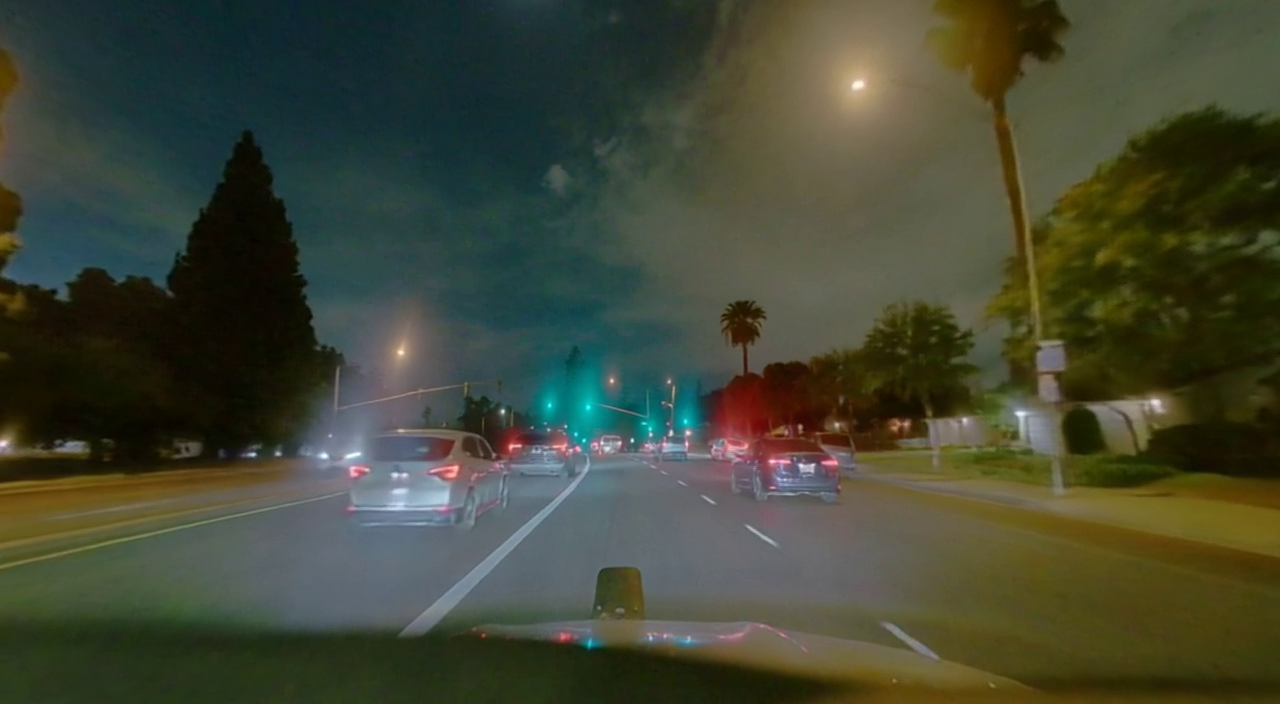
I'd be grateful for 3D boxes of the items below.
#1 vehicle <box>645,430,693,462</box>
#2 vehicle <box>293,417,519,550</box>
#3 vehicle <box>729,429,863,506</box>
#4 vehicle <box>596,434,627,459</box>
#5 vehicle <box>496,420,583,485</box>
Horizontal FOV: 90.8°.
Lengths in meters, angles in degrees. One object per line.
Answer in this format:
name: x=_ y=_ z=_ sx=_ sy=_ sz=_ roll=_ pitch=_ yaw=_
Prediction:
vehicle: x=1.787 y=6.158 z=41.421 sx=2.391 sy=1.960 sz=5.600 roll=1 pitch=-8 yaw=-5
vehicle: x=-3.200 y=1.875 z=9.686 sx=1.922 sy=1.577 sz=4.140 roll=0 pitch=-8 yaw=-1
vehicle: x=3.358 y=2.570 z=14.485 sx=1.870 sy=1.491 sz=4.009 roll=0 pitch=-8 yaw=-3
vehicle: x=-2.230 y=7.290 z=48.793 sx=2.164 sy=1.867 sz=4.254 roll=1 pitch=-8 yaw=-6
vehicle: x=-3.319 y=3.511 z=22.394 sx=2.354 sy=1.948 sz=6.355 roll=0 pitch=-8 yaw=-3
